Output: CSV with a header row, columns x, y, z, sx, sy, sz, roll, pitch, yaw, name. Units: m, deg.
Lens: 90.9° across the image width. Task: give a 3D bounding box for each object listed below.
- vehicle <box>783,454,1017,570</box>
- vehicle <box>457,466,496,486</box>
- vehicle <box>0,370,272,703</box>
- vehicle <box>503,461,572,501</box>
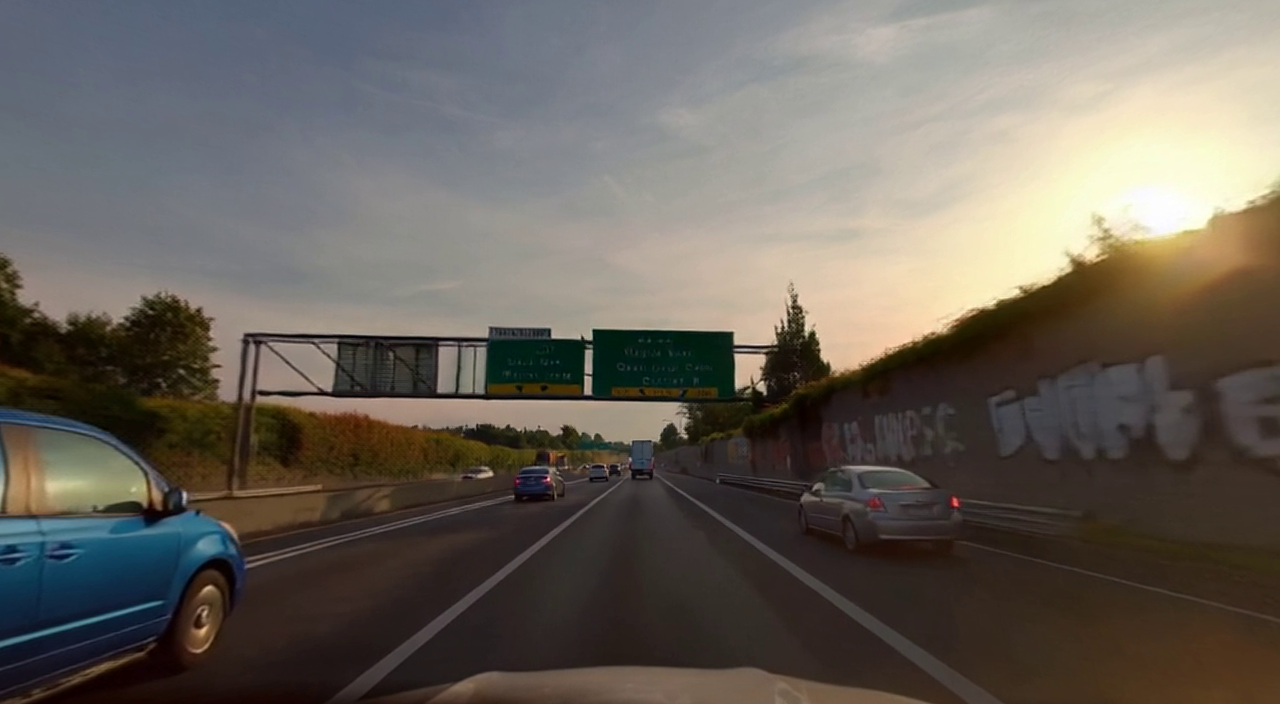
x,y,z,sx,sy,sz,roll,pitch,yaw,name
3.825,2.446,10.242,1.917,1.458,4.199,1,-10,-2,vehicle
-12.715,9.657,49.270,1.873,1.475,4.620,1,-10,-1,vehicle
-3.416,0.765,1.771,2.004,1.610,4.508,1,-10,0,vehicle
-4.034,5.194,25.531,2.054,1.443,4.131,1,-10,0,vehicle
